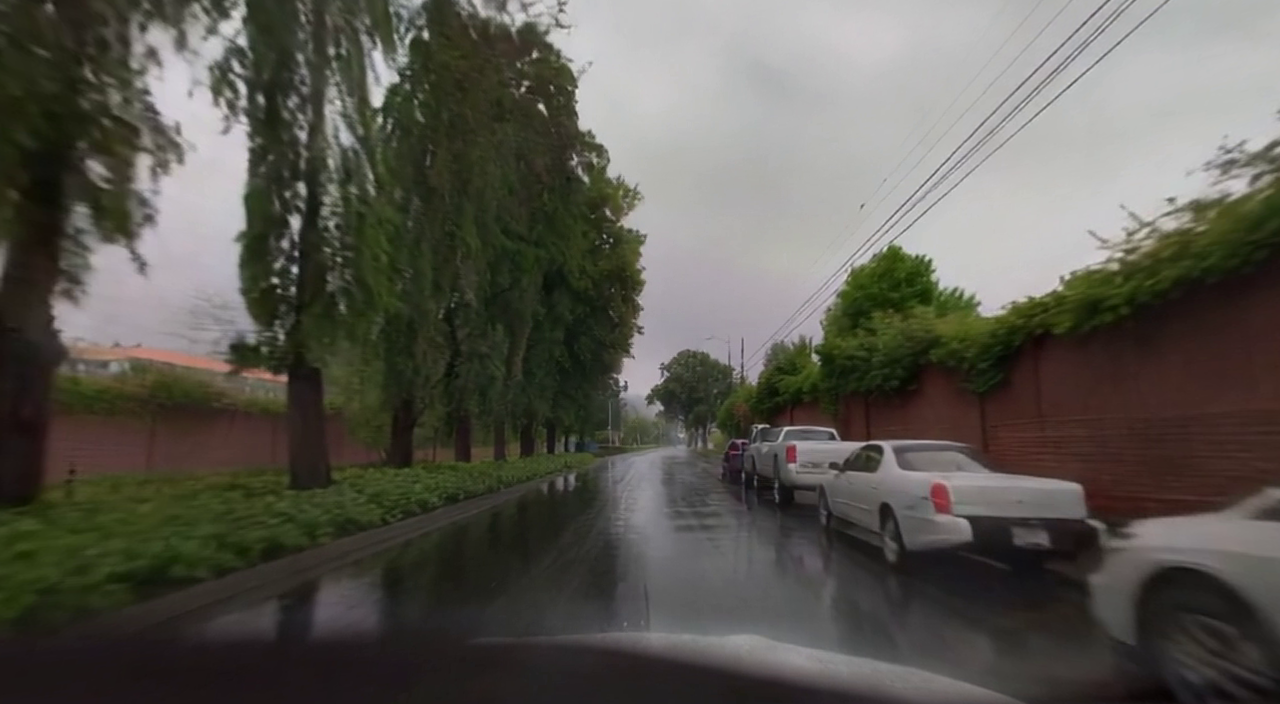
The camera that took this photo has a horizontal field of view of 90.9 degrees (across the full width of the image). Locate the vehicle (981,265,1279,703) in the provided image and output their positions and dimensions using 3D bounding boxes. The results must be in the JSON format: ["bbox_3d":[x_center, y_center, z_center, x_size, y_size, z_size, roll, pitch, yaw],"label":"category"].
[{"bbox_3d":[3.446,0.503,0.860,2.518,1.943,6.415,0,-8,1],"label":"vehicle"}]

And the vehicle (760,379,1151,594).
[{"bbox_3d":[3.593,1.732,9.096,2.421,1.991,6.043,1,-9,-1],"label":"vehicle"}]
